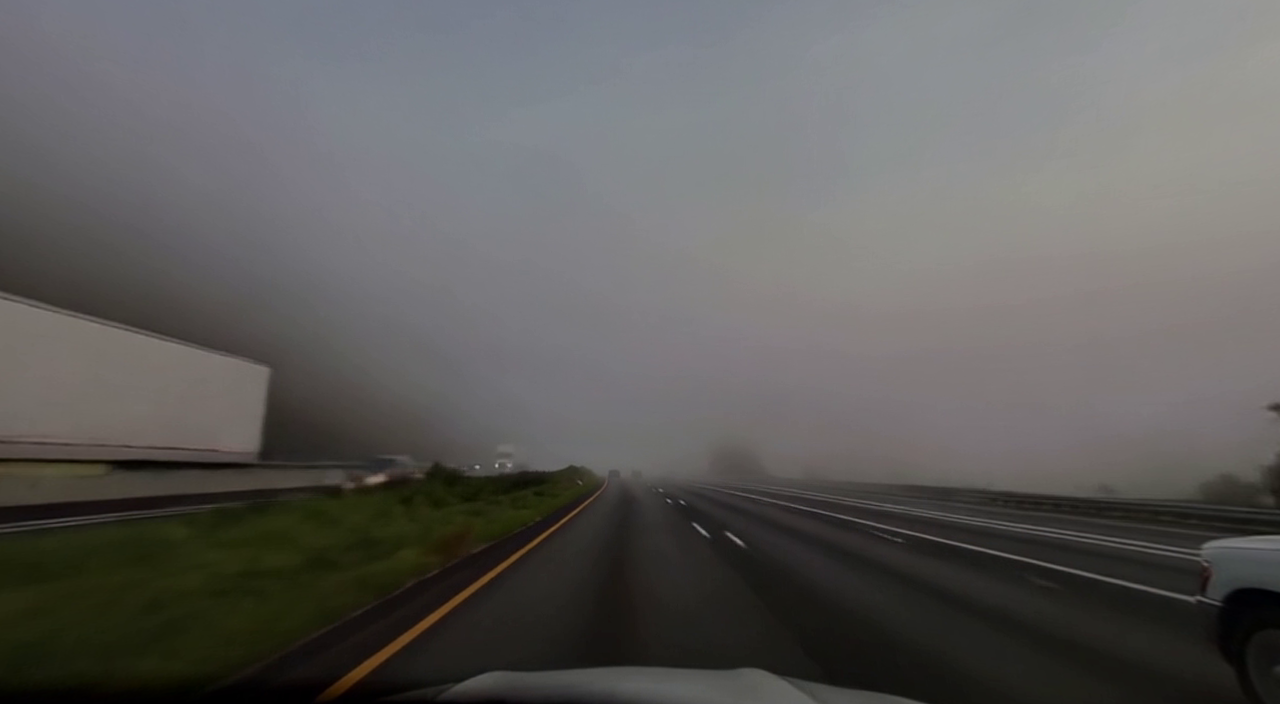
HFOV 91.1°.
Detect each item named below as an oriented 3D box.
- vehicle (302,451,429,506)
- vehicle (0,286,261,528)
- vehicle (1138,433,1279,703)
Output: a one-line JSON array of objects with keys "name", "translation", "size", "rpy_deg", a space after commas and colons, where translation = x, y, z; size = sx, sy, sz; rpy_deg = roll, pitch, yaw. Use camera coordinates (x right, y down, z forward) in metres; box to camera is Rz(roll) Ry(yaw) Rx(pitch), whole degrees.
[{"name": "vehicle", "translation": [-8.681, 4.068, 20.416], "size": [2.176, 1.548, 4.347], "rpy_deg": [1, -10, -1]}, {"name": "vehicle", "translation": [-12.748, 0.789, 10.132], "size": [2.975, 4.187, 16.809], "rpy_deg": [1, -10, -1]}, {"name": "vehicle", "translation": [4.004, 0.880, 1.397], "size": [1.965, 1.502, 4.599], "rpy_deg": [1, -10, -1]}]
